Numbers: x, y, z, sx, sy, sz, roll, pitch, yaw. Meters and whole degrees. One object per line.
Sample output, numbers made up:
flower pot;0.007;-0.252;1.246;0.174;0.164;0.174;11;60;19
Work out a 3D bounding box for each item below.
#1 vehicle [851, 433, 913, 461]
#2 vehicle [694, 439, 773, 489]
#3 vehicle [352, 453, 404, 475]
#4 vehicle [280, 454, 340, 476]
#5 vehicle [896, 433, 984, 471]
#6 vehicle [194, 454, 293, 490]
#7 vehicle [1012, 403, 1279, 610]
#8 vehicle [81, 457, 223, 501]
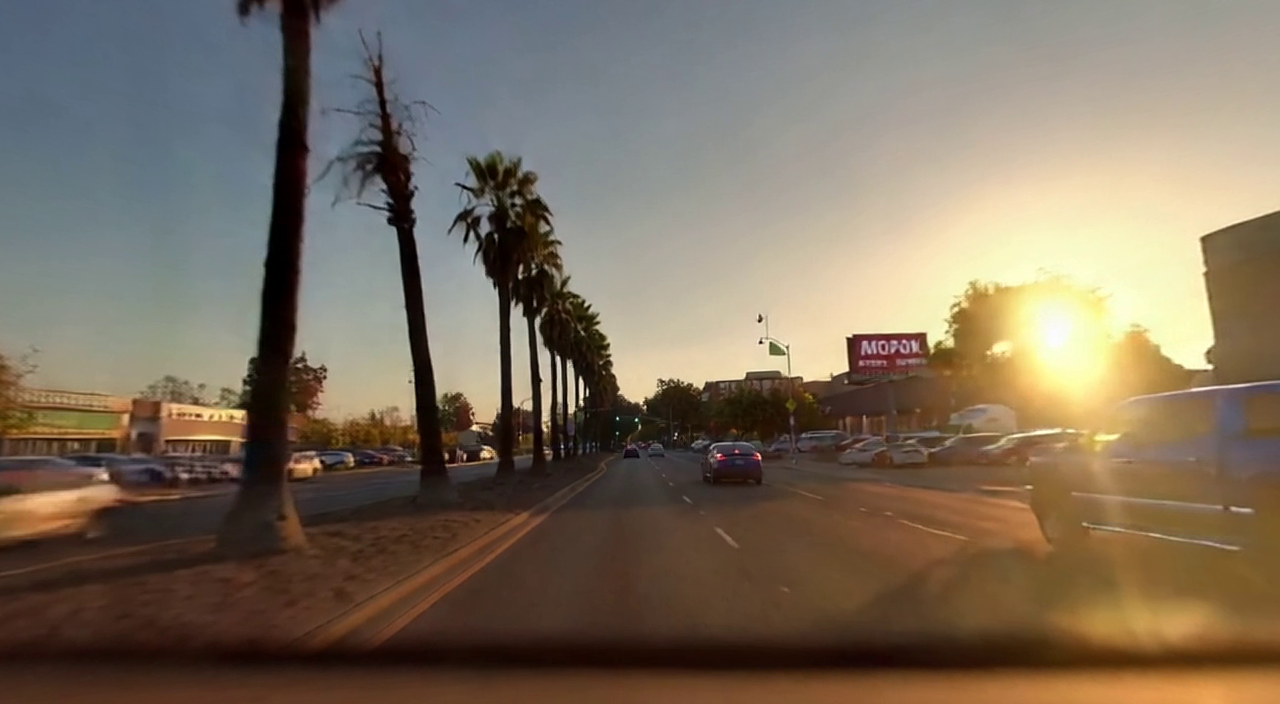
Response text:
vehicle;18.320;7.233;48.157;2.300;1.966;6.004;0;-9;-1
vehicle;3.100;3.804;21.796;1.889;1.541;4.303;0;-9;-2
vehicle;-19.647;8.392;47.557;1.900;1.481;4.684;0;-9;0
vehicle;-24.692;8.427;47.506;1.899;1.499;4.911;0;-9;-1
vehicle;15.518;5.207;33.028;2.067;1.772;4.910;0;-9;-2
vehicle;-19.420;5.878;31.247;1.840;1.524;4.923;-1;-9;-2
vehicle;6.100;1.321;5.681;2.140;1.606;5.437;0;-9;-1
vehicle;-19.322;5.015;25.397;1.983;1.492;4.904;0;-9;-3
